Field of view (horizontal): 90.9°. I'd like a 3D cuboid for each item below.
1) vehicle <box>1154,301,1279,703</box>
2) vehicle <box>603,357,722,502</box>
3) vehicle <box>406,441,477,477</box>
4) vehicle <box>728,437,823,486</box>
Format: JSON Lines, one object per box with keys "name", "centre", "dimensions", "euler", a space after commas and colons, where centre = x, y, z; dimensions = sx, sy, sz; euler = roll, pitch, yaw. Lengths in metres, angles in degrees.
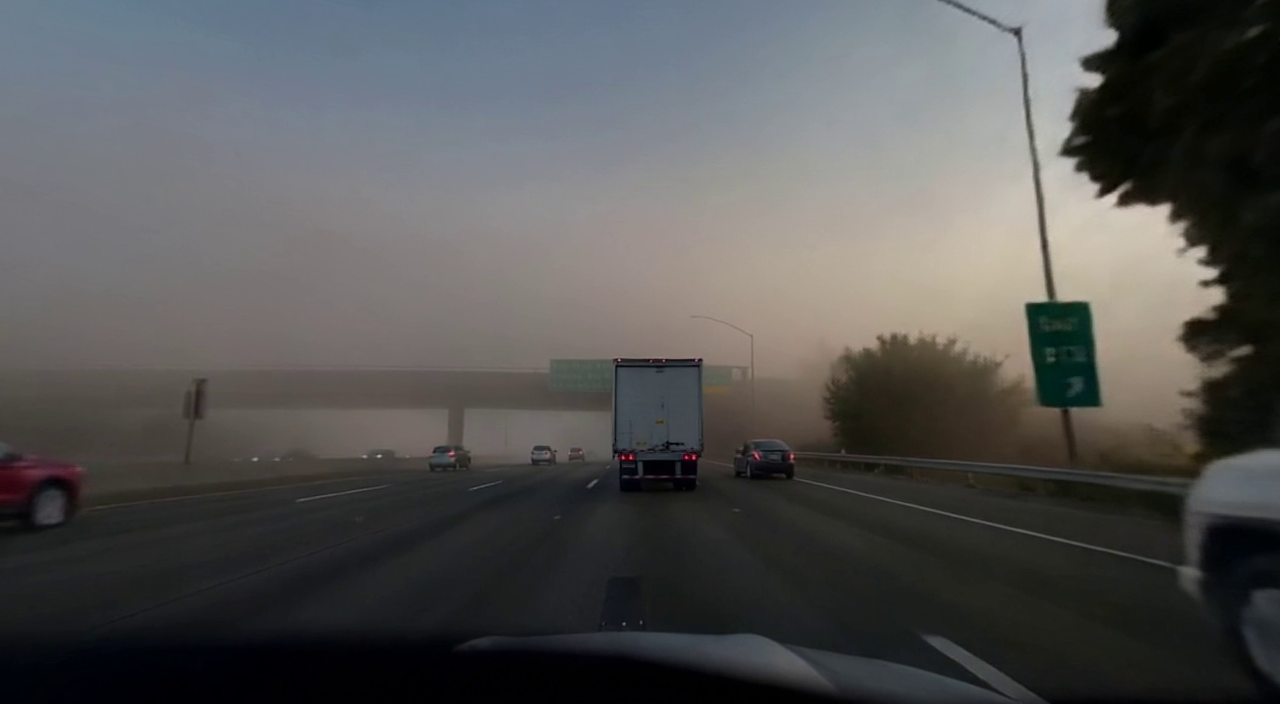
{"name": "vehicle", "centre": [4.044, 0.467, 0.977], "dimensions": [2.174, 1.968, 5.016], "euler": [0, -9, 0]}
{"name": "vehicle", "centre": [0.376, 2.723, 21.079], "dimensions": [2.916, 3.584, 10.841], "euler": [0, -9, -2]}
{"name": "vehicle", "centre": [-10.728, 5.789, 34.524], "dimensions": [2.217, 1.797, 5.226], "euler": [0, -9, 0]}
{"name": "vehicle", "centre": [4.537, 3.754, 21.971], "dimensions": [2.108, 1.508, 4.744], "euler": [0, -9, -2]}
